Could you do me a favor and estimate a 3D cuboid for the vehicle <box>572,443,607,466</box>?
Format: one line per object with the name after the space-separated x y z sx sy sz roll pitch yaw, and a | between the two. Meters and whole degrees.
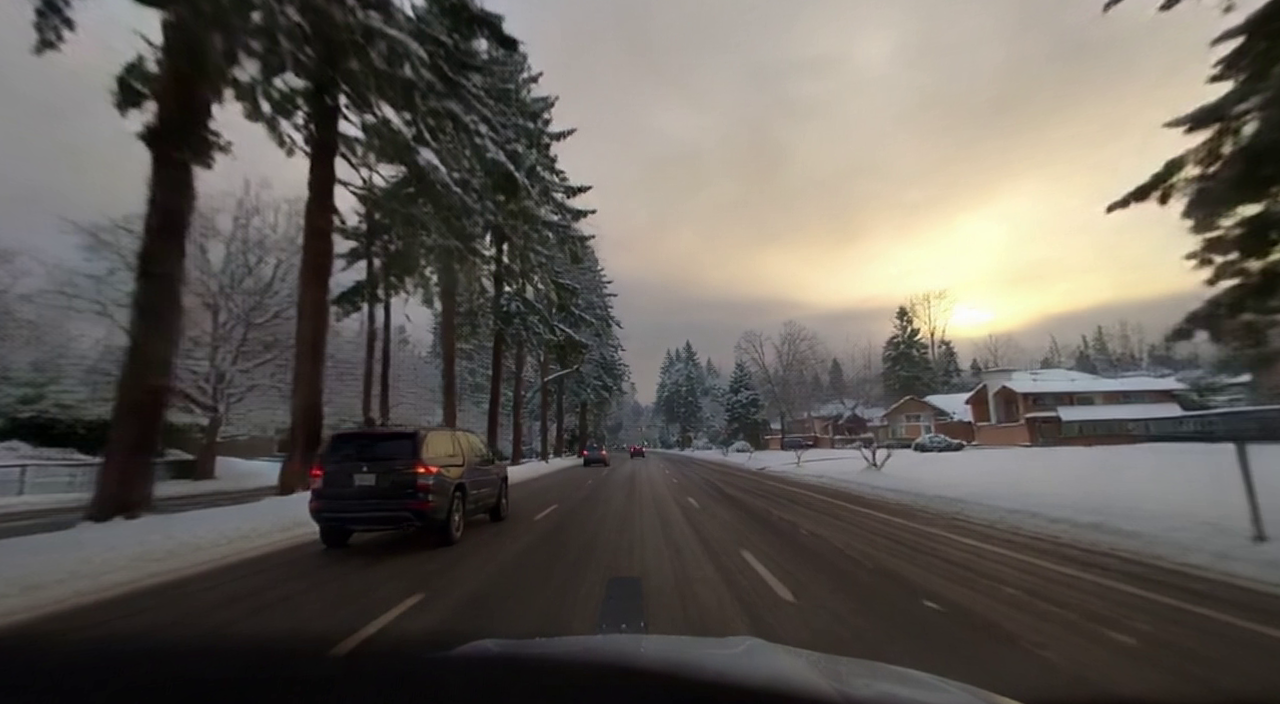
-3.383 7.026 43.220 2.021 1.466 4.330 0 -9 1 | vehicle

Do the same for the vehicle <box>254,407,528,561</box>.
-3.167 1.816 9.346 2.058 1.671 4.704 0 -9 1 | vehicle
